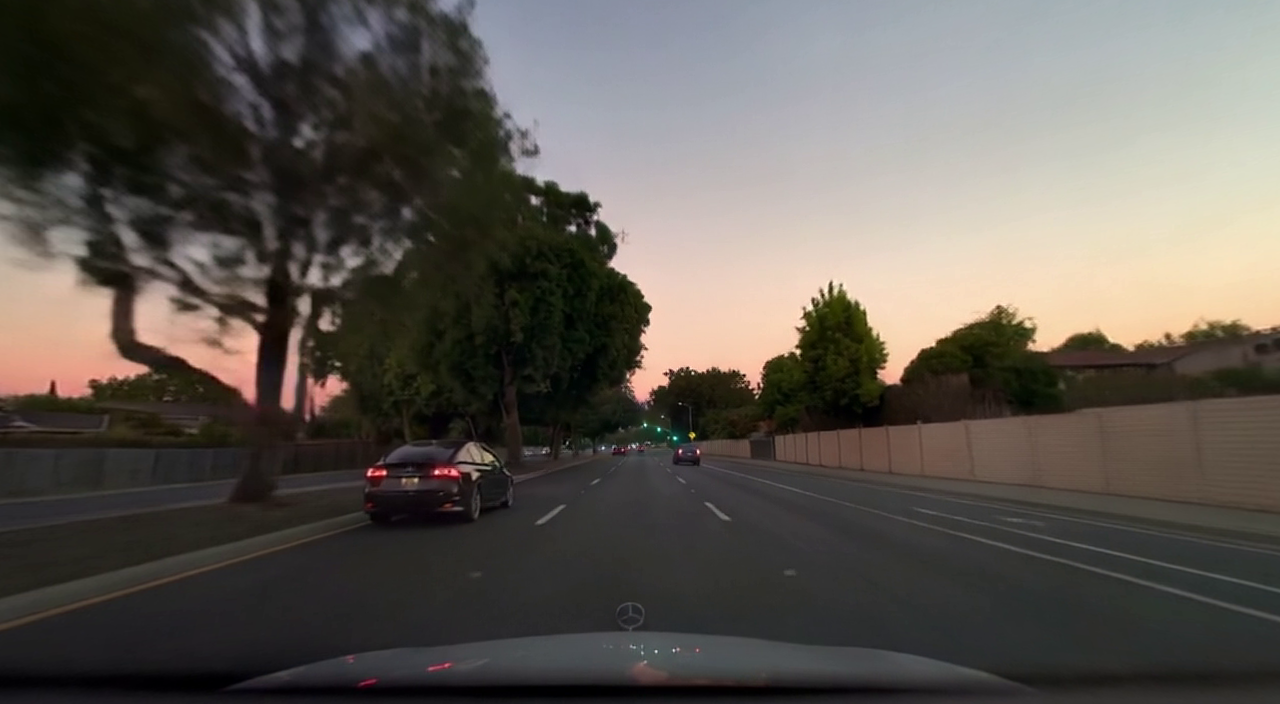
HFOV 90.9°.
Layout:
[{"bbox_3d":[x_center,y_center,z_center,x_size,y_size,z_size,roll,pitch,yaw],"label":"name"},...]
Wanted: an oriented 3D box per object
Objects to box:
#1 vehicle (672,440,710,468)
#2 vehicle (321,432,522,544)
[{"bbox_3d":[3.364,6.793,42.112,2.114,1.780,4.445,0,-8,-1],"label":"vehicle"},{"bbox_3d":[-3.440,2.211,10.980,1.966,1.524,4.410,0,-8,-1],"label":"vehicle"}]
